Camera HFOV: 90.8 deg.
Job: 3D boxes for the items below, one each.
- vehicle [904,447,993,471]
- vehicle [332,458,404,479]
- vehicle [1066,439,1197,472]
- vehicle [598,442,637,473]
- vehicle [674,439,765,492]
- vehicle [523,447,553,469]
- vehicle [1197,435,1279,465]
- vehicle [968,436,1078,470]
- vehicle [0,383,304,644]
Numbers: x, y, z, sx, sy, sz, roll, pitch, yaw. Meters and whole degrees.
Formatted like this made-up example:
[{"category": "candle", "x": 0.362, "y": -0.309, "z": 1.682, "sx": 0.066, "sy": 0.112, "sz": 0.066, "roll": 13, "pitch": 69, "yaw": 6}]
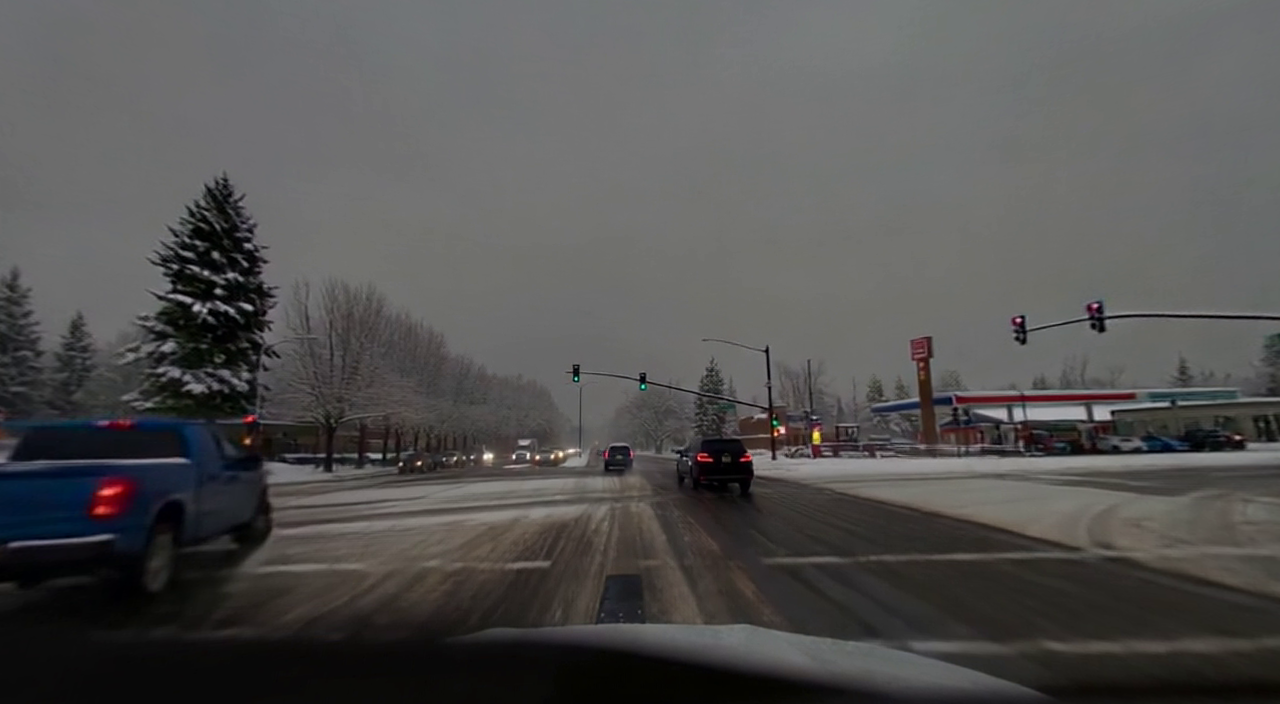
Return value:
[{"category": "vehicle", "x": 19.889, "y": 6.894, "z": 40.883, "sx": 4.637, "sy": 1.443, "sz": 2.050, "roll": 0, "pitch": -8, "yaw": -1}, {"category": "vehicle", "x": -19.825, "y": 8.490, "z": 46.192, "sx": 4.428, "sy": 1.416, "sz": 1.759, "roll": 0, "pitch": -9, "yaw": 0}, {"category": "vehicle", "x": 23.003, "y": 4.852, "z": 29.643, "sx": 4.789, "sy": 1.455, "sz": 1.986, "roll": 1, "pitch": -9, "yaw": -9}, {"category": "vehicle", "x": -1.310, "y": 5.837, "z": 35.173, "sx": 2.029, "sy": 1.605, "sz": 3.827, "roll": 0, "pitch": -9, "yaw": -4}, {"category": "vehicle", "x": 2.369, "y": 3.559, "z": 20.166, "sx": 2.061, "sy": 1.487, "sz": 4.462, "roll": 0, "pitch": -9, "yaw": -4}, {"category": "vehicle", "x": -7.871, "y": 8.110, "z": 48.583, "sx": 1.972, "sy": 1.466, "sz": 4.493, "roll": 2, "pitch": -8, "yaw": -12}, {"category": "vehicle", "x": 36.979, "y": 5.933, "z": 38.366, "sx": 4.718, "sy": 1.706, "sz": 1.928, "roll": 1, "pitch": -9, "yaw": -9}, {"category": "vehicle", "x": 21.775, "y": 5.745, "z": 36.033, "sx": 4.950, "sy": 1.760, "sz": 2.213, "roll": 1, "pitch": -9, "yaw": -9}, {"category": "vehicle", "x": -5.698, "y": 1.579, "z": 7.338, "sx": 2.195, "sy": 1.905, "sz": 5.634, "roll": 3, "pitch": -9, "yaw": -19}]
